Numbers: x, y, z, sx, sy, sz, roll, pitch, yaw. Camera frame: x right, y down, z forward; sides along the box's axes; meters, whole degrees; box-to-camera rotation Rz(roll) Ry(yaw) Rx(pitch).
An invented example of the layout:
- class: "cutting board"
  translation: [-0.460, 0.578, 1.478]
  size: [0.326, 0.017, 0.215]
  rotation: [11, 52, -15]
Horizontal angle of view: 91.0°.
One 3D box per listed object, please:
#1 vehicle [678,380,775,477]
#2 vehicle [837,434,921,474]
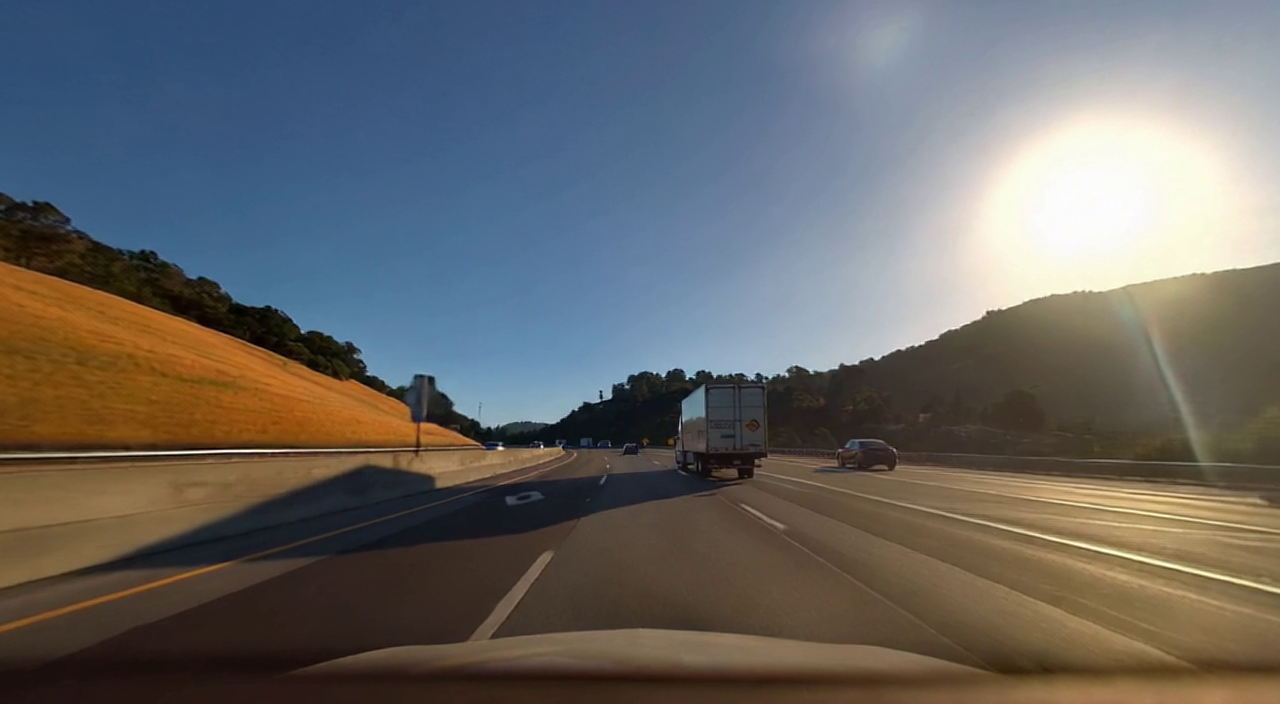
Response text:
- class: "vehicle"
  translation: [3.870, 3.917, 31.162]
  size: [3.049, 3.968, 10.706]
  rotation: [0, -9, -1]
- class: "vehicle"
  translation: [11.307, 4.869, 30.214]
  size: [2.046, 1.741, 4.769]
  rotation: [0, -9, -1]
